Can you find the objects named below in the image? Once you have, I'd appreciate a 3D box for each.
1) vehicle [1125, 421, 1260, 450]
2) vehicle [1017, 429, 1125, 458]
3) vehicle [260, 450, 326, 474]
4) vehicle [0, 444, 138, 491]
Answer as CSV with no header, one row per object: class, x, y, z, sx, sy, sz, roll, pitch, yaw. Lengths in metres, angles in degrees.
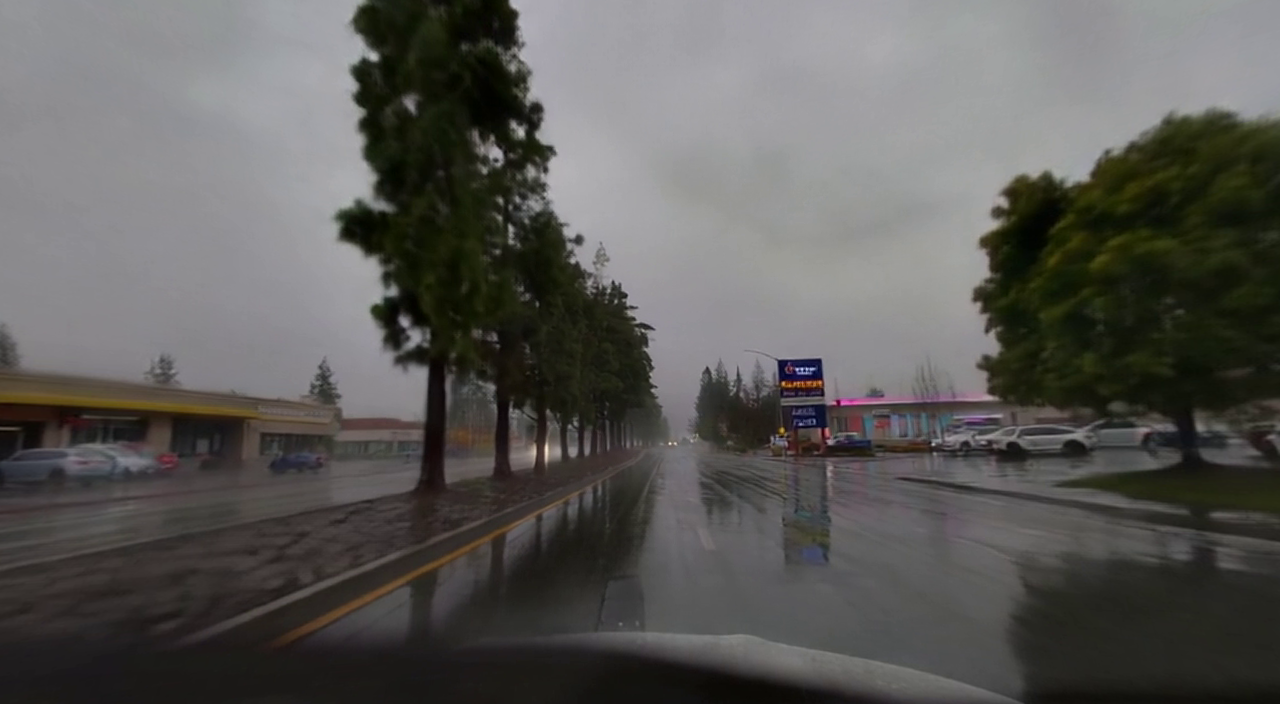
vehicle,34.984,5.341,40.201,6.073,1.758,2.439,-1,-9,4
vehicle,21.698,4.635,31.944,4.095,1.386,1.784,0,-8,2
vehicle,-24.139,7.622,43.896,4.605,1.509,1.845,-5,-10,31
vehicle,-27.665,5.388,29.894,2.139,1.987,5.536,-5,-10,32
